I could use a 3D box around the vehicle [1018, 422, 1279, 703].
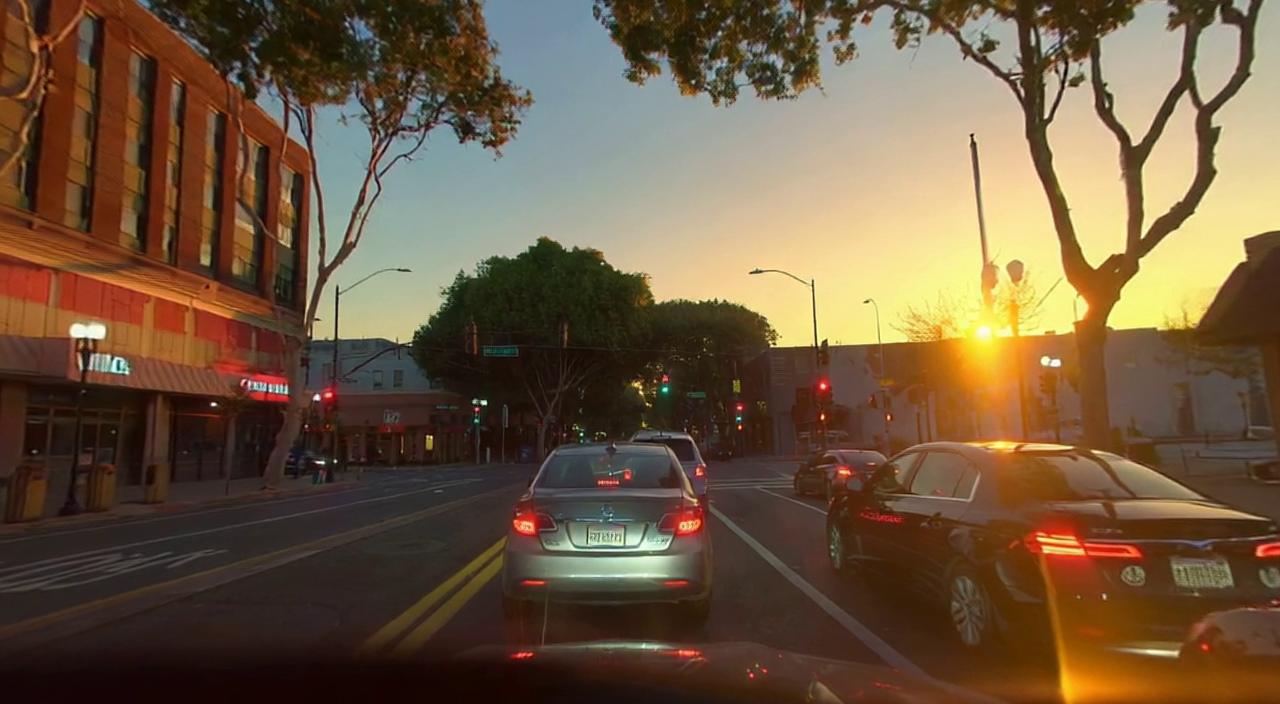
[{"bbox_3d":[3.177,0.828,1.110,2.006,1.496,4.767,0,-9,-1],"label":"vehicle"}]

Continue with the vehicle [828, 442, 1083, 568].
[{"bbox_3d":[4.538,2.210,10.048,1.912,1.505,4.618,-1,-8,4],"label":"vehicle"}]

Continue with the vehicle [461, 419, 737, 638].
[{"bbox_3d":[-0.283,1.494,6.257,1.888,1.489,3.703,0,-8,0],"label":"vehicle"}]
